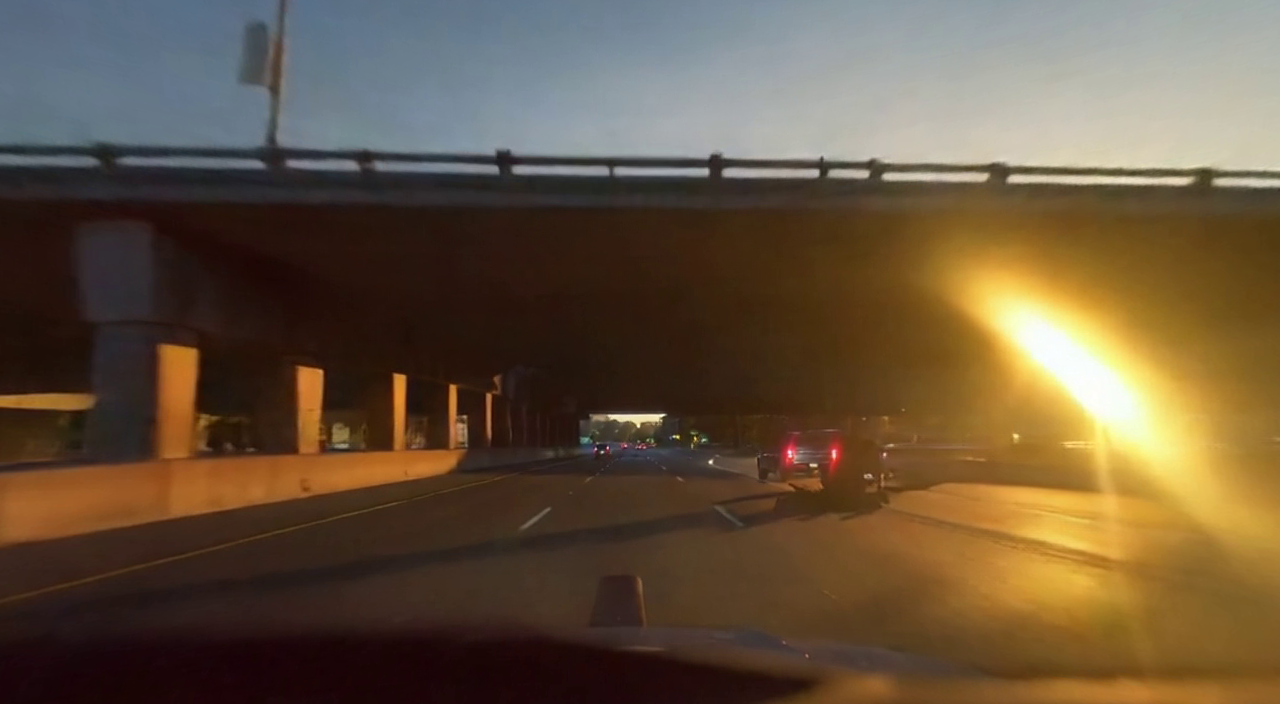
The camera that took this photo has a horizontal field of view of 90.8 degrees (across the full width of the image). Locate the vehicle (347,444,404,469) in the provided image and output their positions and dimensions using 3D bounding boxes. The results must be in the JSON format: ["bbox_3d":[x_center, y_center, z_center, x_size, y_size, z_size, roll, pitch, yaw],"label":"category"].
[{"bbox_3d":[-17.603,6.971,42.295,1.897,1.585,4.495,0,-9,-1],"label":"vehicle"}]
